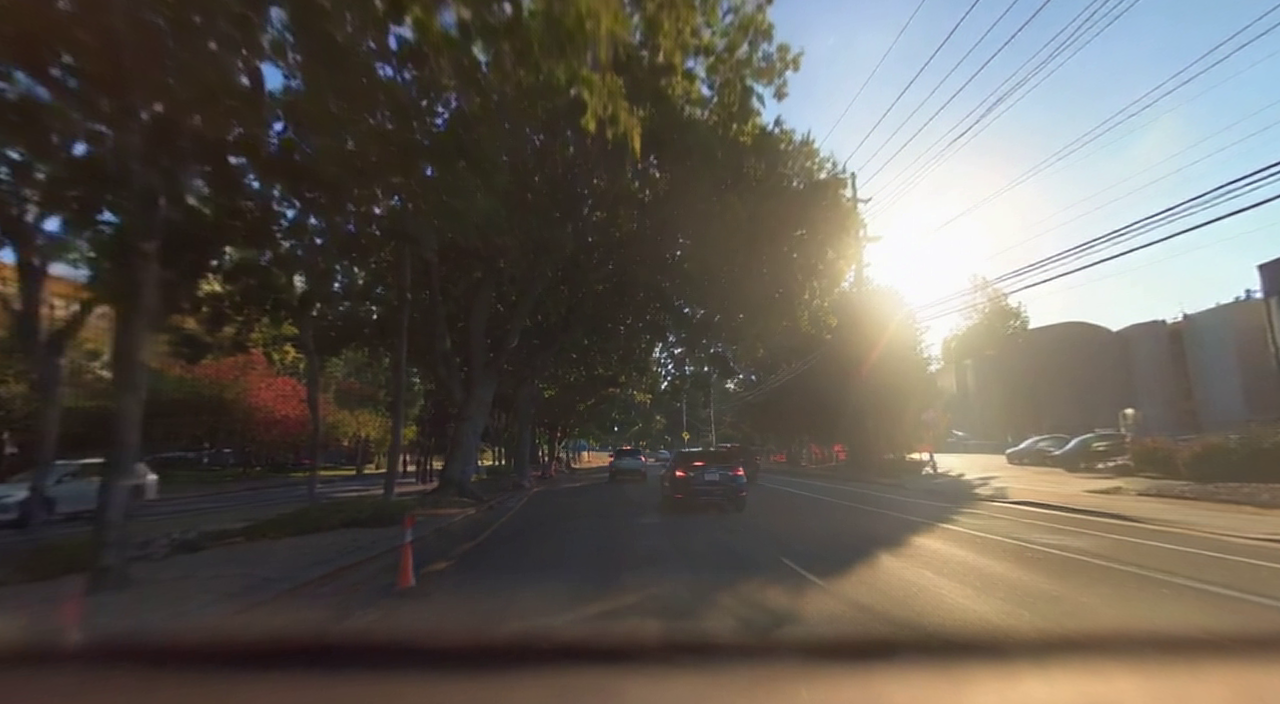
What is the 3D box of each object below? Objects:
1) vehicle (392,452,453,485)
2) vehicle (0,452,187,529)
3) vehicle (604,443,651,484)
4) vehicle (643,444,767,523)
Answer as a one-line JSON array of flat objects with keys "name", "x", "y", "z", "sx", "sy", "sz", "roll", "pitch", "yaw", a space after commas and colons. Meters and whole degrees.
[{"name": "vehicle", "x": -12.670, "y": 6.794, "z": 37.091, "sx": 1.971, "sy": 1.712, "sz": 4.400, "roll": -1, "pitch": -9, "yaw": 0}, {"name": "vehicle", "x": -16.443, "y": 3.947, "z": 18.731, "sx": 2.016, "sy": 1.862, "sz": 5.328, "roll": -1, "pitch": -9, "yaw": 0}, {"name": "vehicle", "x": -0.531, "y": 5.164, "z": 29.533, "sx": 2.050, "sy": 1.745, "sz": 3.915, "roll": -1, "pitch": -9, "yaw": 0}, {"name": "vehicle", "x": 1.259, "y": 2.860, "z": 14.383, "sx": 1.977, "sy": 1.460, "sz": 4.565, "roll": 0, "pitch": -9, "yaw": -5}]
